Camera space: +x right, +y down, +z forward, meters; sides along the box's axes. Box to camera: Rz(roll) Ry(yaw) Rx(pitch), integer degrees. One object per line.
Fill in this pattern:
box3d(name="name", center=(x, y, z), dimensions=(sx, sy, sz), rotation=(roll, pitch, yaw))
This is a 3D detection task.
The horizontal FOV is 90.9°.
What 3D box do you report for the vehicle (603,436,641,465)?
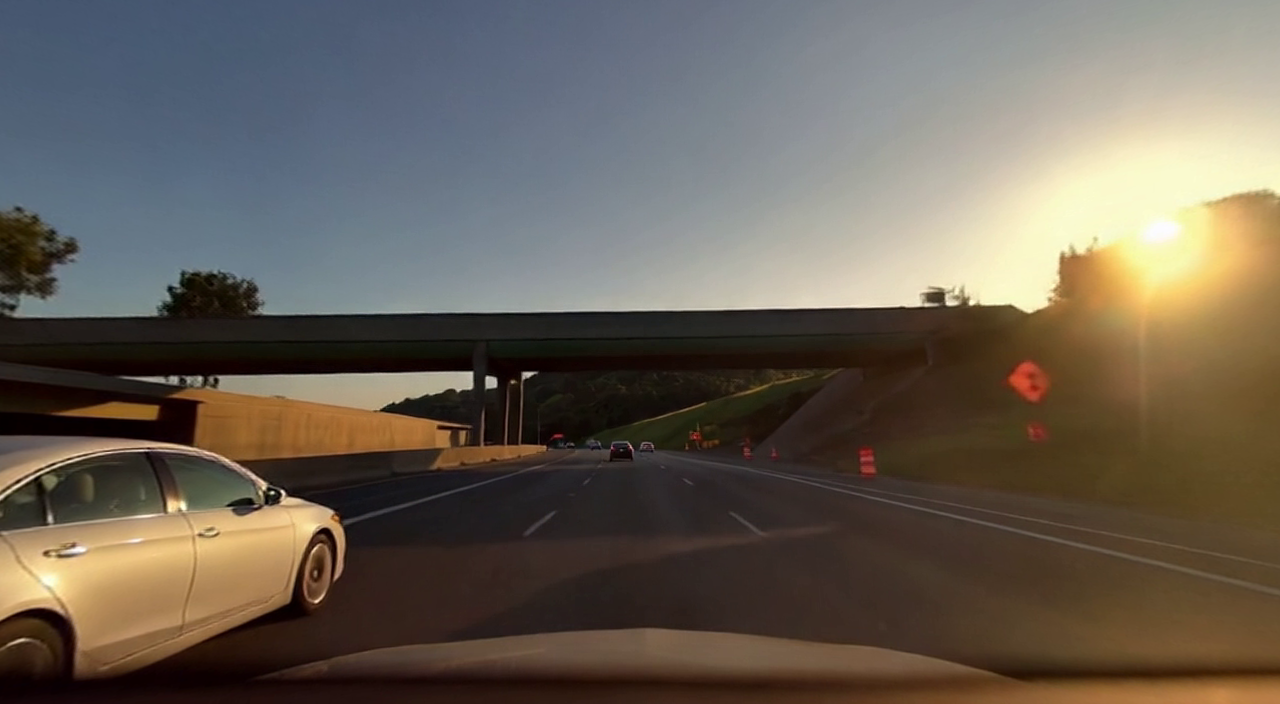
box3d(name="vehicle", center=(-1.247, 6.480, 41.742), dimensions=(2.328, 1.805, 4.502), rotation=(0, -8, -4))
